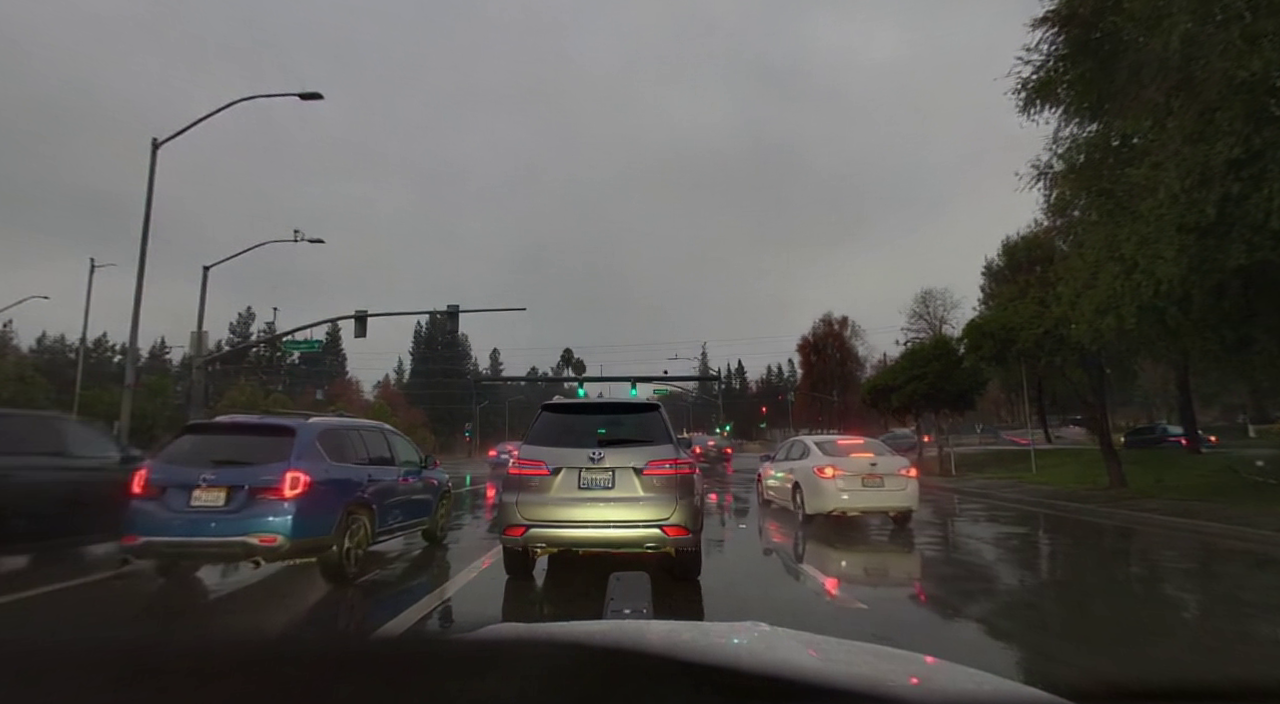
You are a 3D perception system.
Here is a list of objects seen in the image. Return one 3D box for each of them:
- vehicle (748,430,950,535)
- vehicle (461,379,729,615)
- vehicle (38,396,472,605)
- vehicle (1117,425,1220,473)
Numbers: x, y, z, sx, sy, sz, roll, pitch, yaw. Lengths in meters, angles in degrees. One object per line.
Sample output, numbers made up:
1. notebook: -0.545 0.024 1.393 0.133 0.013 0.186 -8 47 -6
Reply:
1. vehicle: 3.376 2.200 11.228 2.121 1.494 4.208 0 -8 0
2. vehicle: -0.360 1.437 7.105 2.064 1.817 4.298 0 -8 0
3. vehicle: -3.721 1.531 7.424 2.160 1.666 4.583 0 -8 0
4. vehicle: 19.306 3.513 22.974 4.215 1.578 1.892 7 -11 -38
